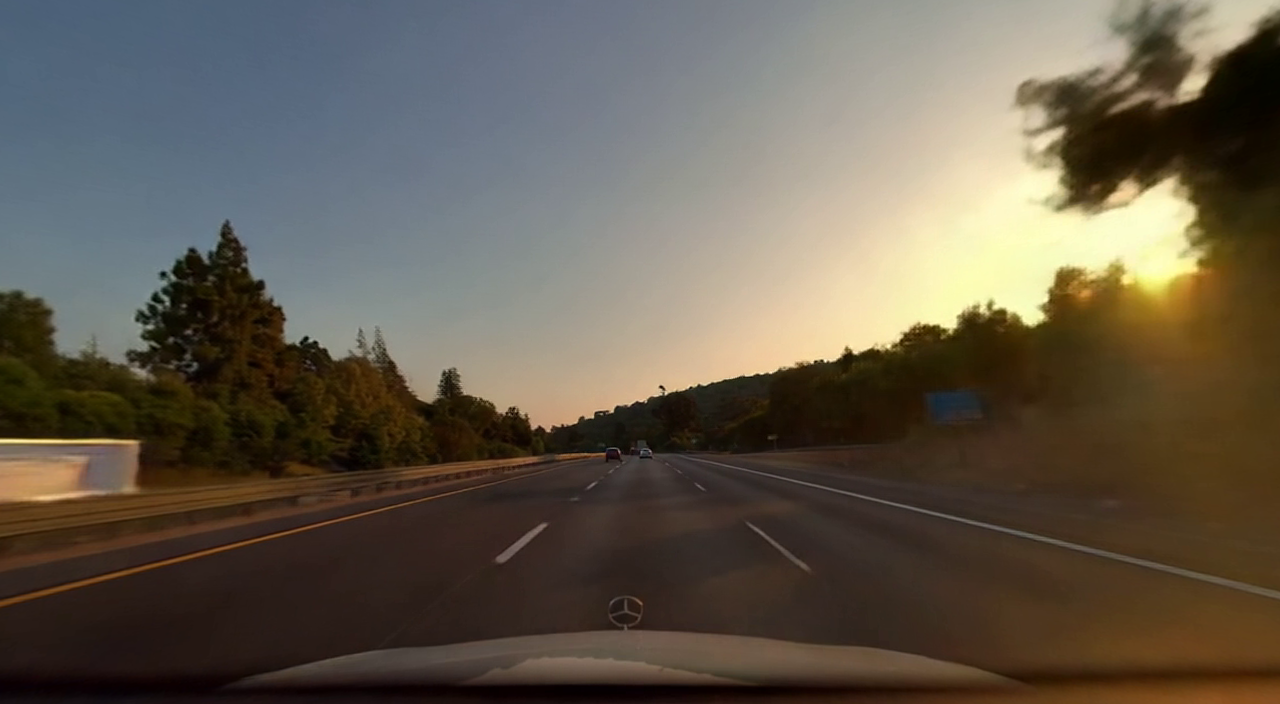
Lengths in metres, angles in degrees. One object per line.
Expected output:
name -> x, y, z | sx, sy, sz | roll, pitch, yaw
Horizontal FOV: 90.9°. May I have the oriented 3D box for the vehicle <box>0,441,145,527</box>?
vehicle -> -28.504, 5.876, 28.617 | 2.963, 3.633, 11.062 | 0, -8, 1
